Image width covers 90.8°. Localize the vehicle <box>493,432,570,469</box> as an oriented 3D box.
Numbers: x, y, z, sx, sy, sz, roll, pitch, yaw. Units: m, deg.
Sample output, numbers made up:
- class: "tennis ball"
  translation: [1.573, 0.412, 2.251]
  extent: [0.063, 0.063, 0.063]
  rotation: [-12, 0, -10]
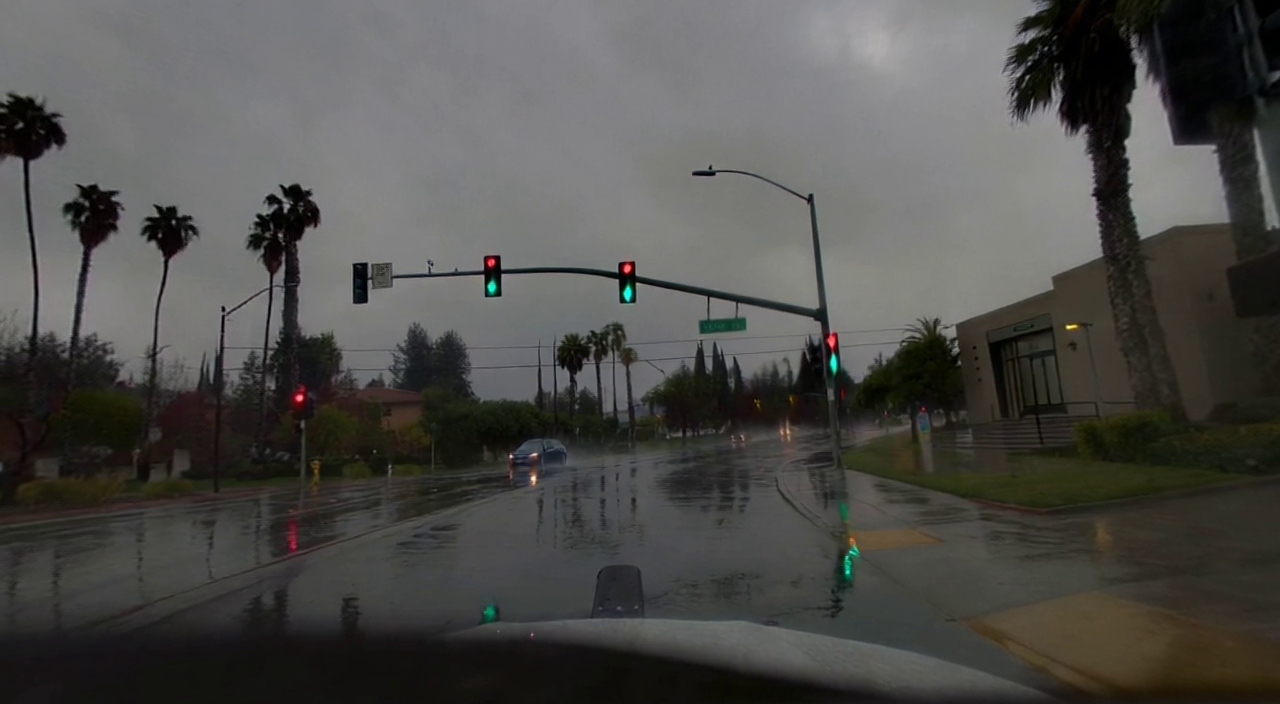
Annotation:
- class: "vehicle"
  translation: [-5.649, 5.236, 33.629]
  extent: [2.181, 1.792, 4.648]
  rotation: [-3, -9, 16]
